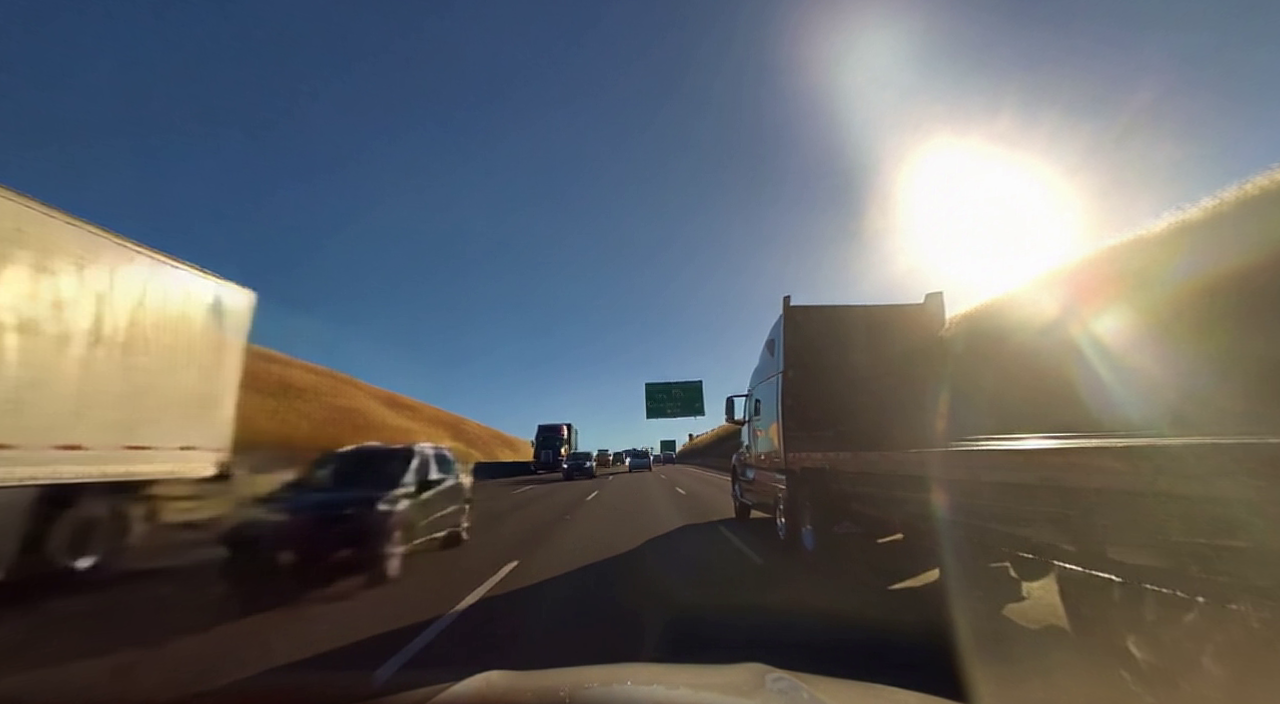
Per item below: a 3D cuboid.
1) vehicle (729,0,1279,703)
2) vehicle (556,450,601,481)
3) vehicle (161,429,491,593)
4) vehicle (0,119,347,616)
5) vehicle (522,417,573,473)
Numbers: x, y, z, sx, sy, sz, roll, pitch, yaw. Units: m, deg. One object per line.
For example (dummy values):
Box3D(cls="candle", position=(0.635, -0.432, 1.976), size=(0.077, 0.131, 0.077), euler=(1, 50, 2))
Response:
Box3D(cls="vehicle", position=(3.344, 0.285, 5.993), size=(2.845, 4.071, 14.008), euler=(0, -9, 0))
Box3D(cls="vehicle", position=(-3.234, 6.048, 33.829), size=(1.949, 1.555, 3.888), euler=(0, -9, 1))
Box3D(cls="vehicle", position=(-3.619, 1.907, 8.481), size=(2.088, 1.589, 4.464), euler=(0, -9, 0))
Box3D(cls="vehicle", position=(-6.778, -0.040, 4.159), size=(2.876, 4.095, 13.941), euler=(0, -9, 1))
Box3D(cls="vehicle", position=(-6.897, 7.093, 47.978), size=(2.910, 3.989, 5.837), euler=(0, -9, 0))
